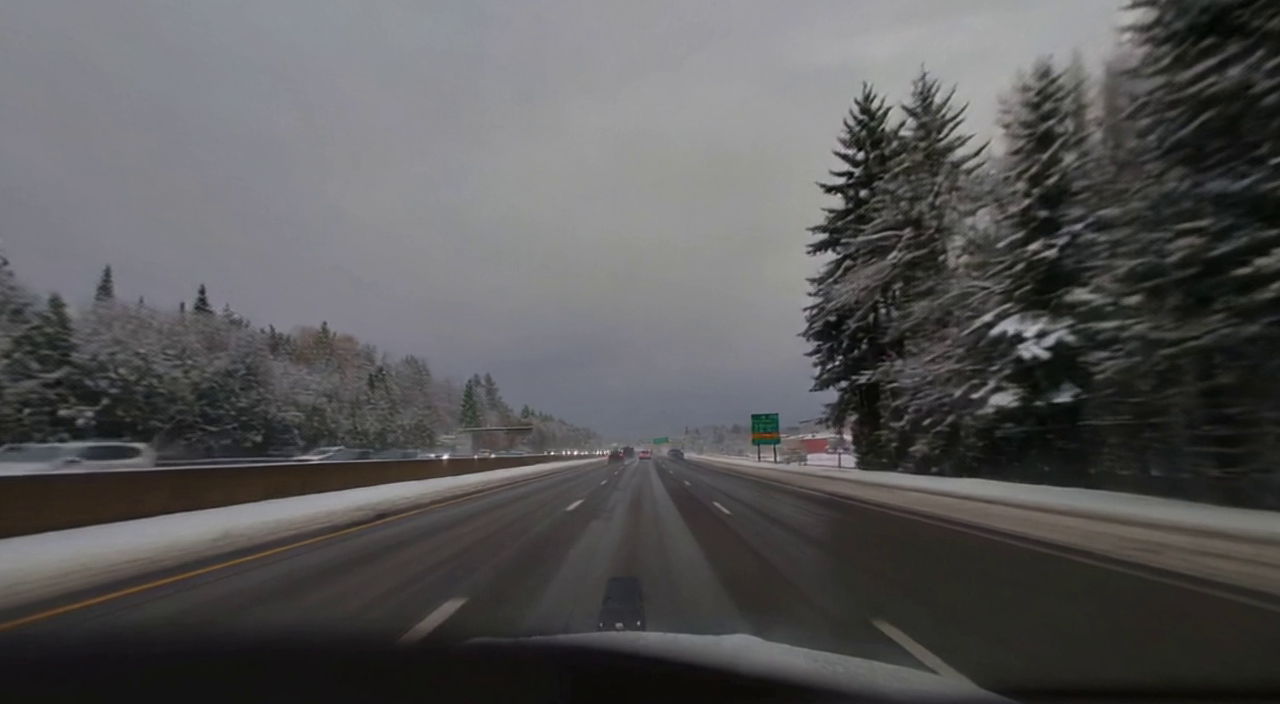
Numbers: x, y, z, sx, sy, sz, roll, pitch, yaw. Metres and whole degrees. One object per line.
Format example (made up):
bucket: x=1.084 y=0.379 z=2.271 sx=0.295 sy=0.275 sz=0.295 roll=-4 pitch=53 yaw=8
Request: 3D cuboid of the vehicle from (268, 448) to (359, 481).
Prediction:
vehicle: x=-15.975 y=5.504 z=31.180 sx=1.852 sy=1.497 sz=4.879 roll=0 pitch=-9 yaw=0

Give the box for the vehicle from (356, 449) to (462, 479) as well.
vehicle: x=-11.774 y=5.744 z=32.448 sx=4.746 sy=1.457 sz=1.988 roll=1 pitch=-9 yaw=-7

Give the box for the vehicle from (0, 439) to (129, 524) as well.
vehicle: x=-11.932 y=2.319 z=11.412 sx=1.801 sy=1.449 sz=4.143 roll=0 pitch=-9 yaw=1
